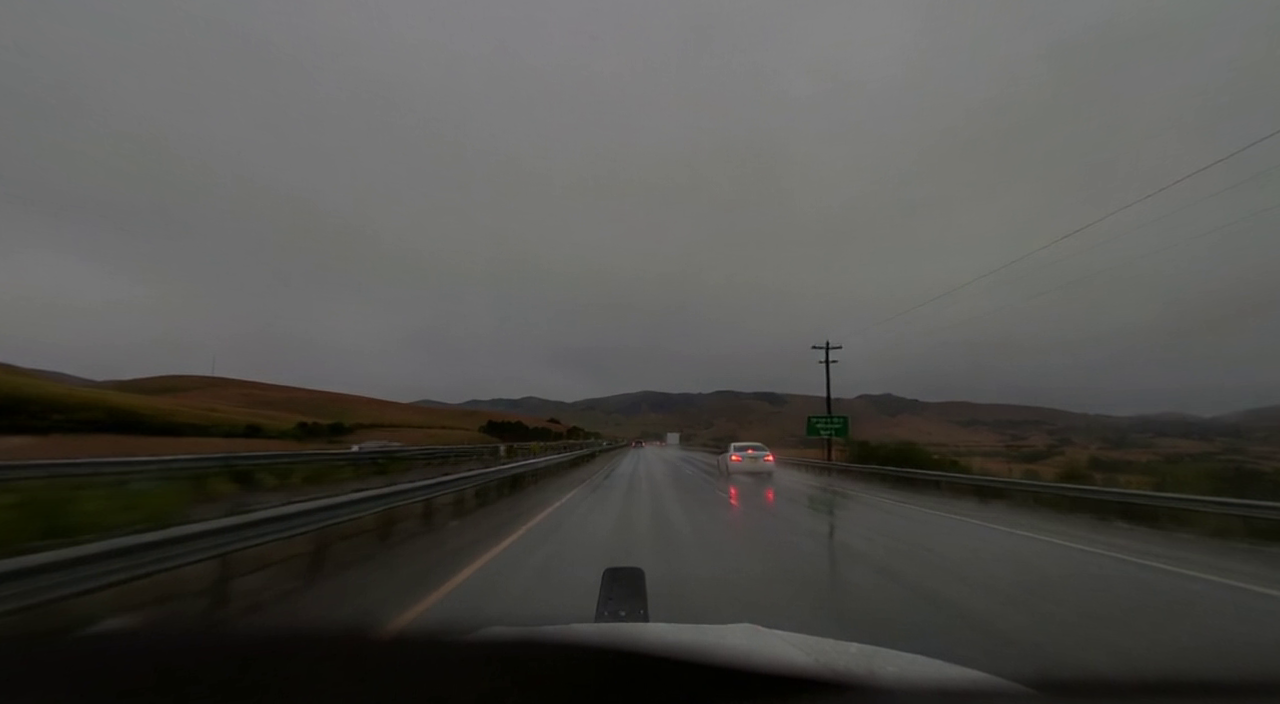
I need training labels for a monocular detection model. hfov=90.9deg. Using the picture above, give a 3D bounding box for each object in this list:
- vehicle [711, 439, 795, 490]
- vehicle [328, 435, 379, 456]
[{"bbox_3d":[3.705,3.747,21.500,1.960,1.516,4.657,0,-8,-1],"label":"vehicle"},{"bbox_3d":[-21.769,7.128,48.108,1.801,1.462,4.488,0,-8,0],"label":"vehicle"}]
